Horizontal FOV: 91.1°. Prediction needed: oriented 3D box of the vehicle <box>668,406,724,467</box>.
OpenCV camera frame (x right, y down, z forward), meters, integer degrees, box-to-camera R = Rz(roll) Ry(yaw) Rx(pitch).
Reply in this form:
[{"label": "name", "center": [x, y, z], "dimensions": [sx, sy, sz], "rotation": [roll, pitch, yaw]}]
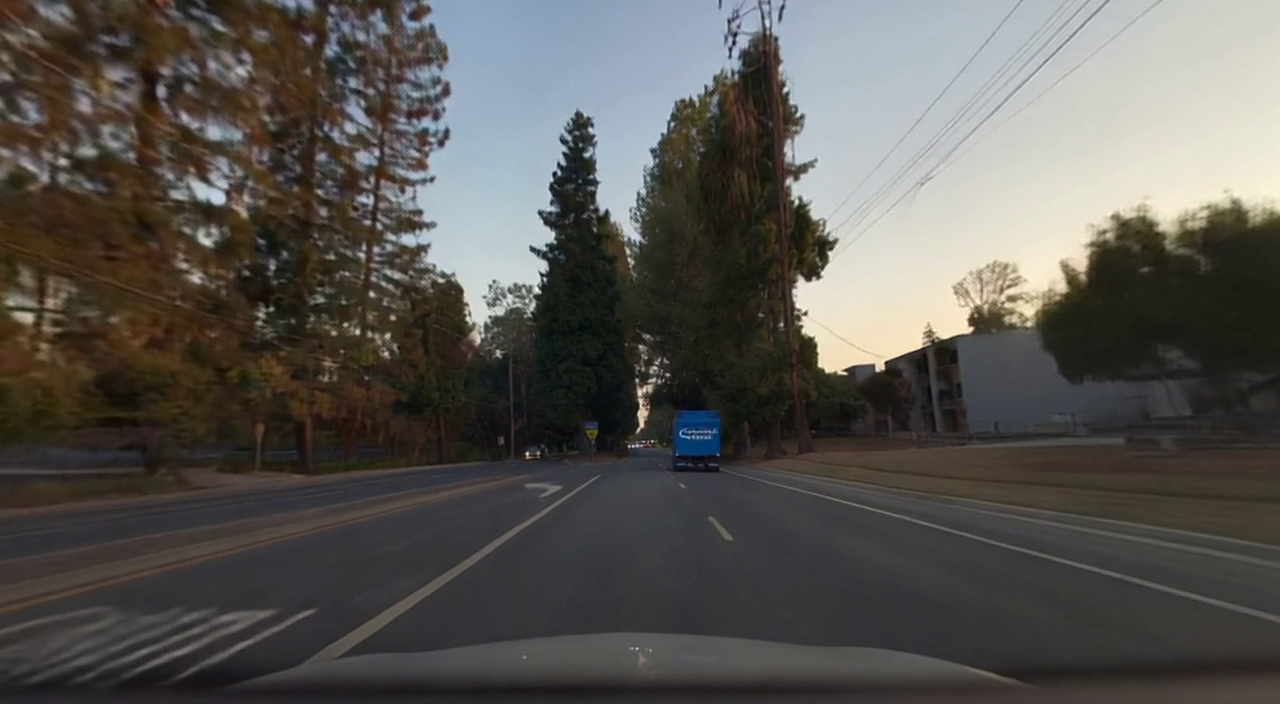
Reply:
[{"label": "vehicle", "center": [3.805, 6.077, 44.777], "dimensions": [2.973, 3.848, 9.336], "rotation": [0, -8, -1]}]
